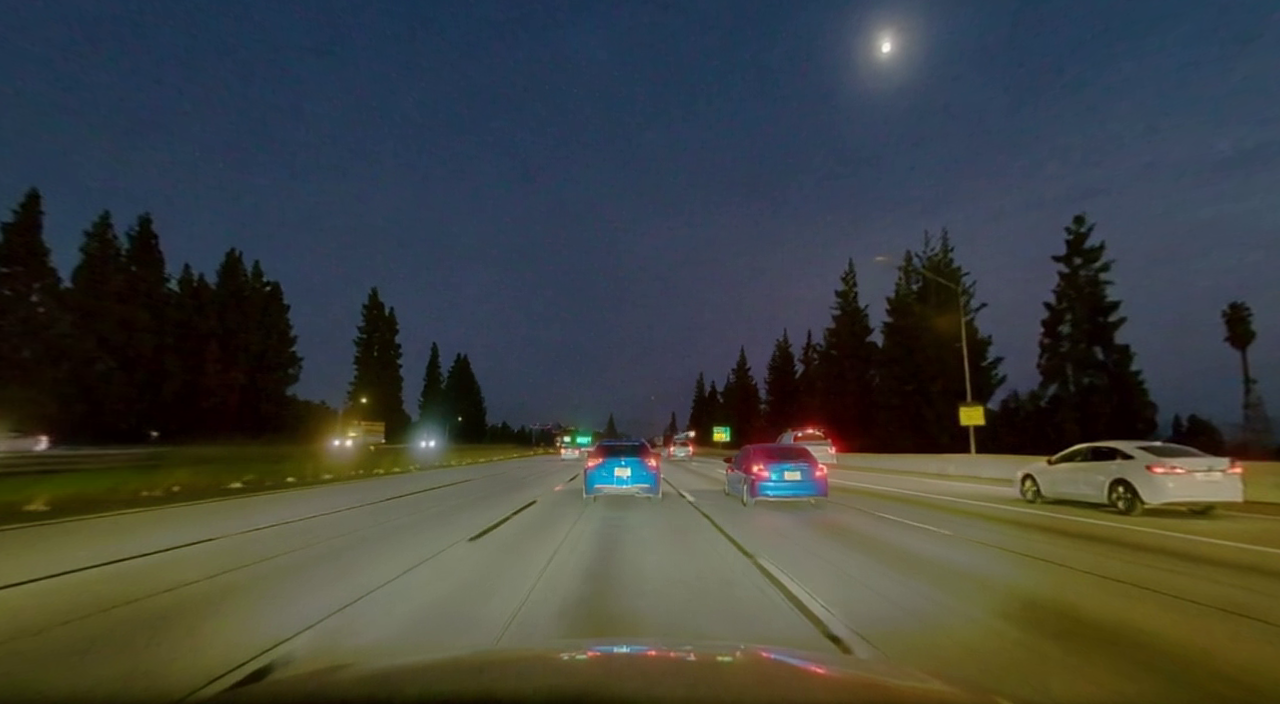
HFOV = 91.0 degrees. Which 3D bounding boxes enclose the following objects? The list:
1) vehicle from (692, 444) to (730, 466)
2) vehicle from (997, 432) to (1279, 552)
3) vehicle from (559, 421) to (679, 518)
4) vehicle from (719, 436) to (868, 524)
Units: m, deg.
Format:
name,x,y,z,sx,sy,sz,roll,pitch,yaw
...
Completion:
name,x,y,z,sx,sy,sz,roll,pitch,yaw
vehicle,5.217,7.637,46.809,1.972,1.521,4.498,1,-9,-4
vehicle,8.942,2.315,11.188,2.106,1.641,4.671,1,-9,-6
vehicle,-0.424,2.447,13.530,2.181,1.728,3.970,1,-9,-1
vehicle,2.976,2.582,13.285,1.975,1.532,4.227,1,-9,-2
